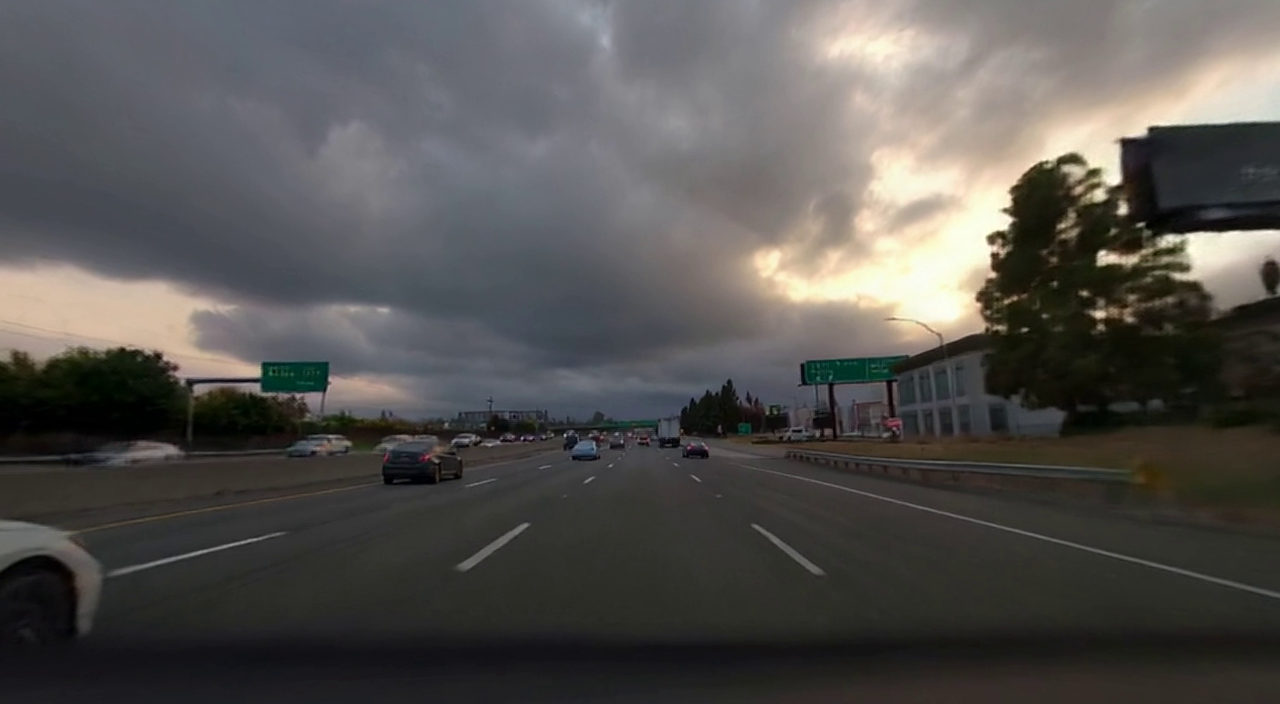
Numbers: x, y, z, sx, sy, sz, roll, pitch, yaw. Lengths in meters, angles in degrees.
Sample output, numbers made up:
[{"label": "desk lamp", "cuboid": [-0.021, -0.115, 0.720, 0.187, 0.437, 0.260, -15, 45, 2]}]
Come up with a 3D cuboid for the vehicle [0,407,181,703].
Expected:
[{"label": "vehicle", "cuboid": [-3.827, 0.814, 1.621, 2.008, 1.504, 4.264, 0, -9, 1]}]

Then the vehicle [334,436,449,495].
[{"label": "vehicle", "cuboid": [-7.171, 3.302, 18.621, 1.865, 1.518, 3.620, 0, -9, 1]}]

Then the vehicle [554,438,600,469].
[{"label": "vehicle", "cuboid": [-3.355, 5.492, 34.123, 2.001, 1.577, 4.055, 0, -9, 1]}]

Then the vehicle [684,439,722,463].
[{"label": "vehicle", "cuboid": [4.187, 6.725, 42.830, 2.135, 1.532, 4.506, 1, -9, 0]}]

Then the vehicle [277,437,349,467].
[{"label": "vehicle", "cuboid": [-19.566, 6.002, 37.895, 1.927, 1.661, 4.379, 0, -9, 0]}]
